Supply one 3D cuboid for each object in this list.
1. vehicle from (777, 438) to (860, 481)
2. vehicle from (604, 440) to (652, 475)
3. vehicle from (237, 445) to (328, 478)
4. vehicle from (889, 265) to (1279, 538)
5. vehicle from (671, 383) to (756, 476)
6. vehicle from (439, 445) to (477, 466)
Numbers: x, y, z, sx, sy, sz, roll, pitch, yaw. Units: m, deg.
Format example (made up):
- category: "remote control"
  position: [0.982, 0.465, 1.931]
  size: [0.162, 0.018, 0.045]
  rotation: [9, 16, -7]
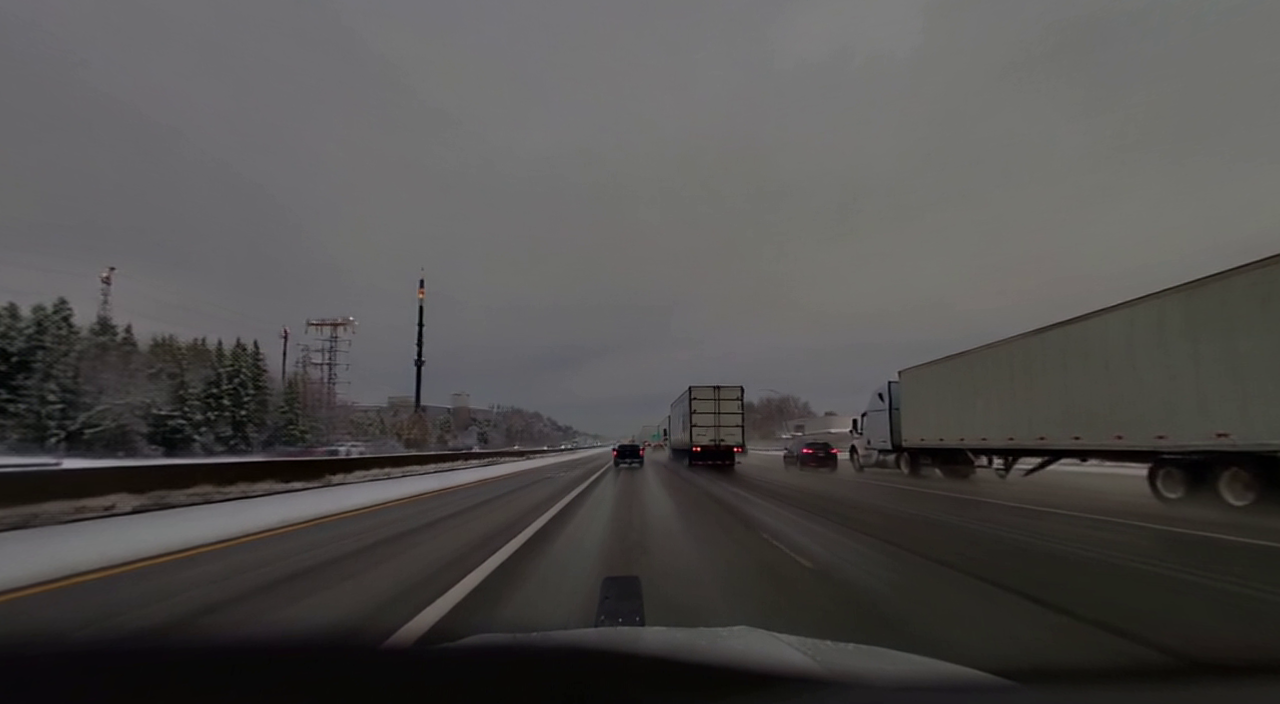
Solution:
- category: "vehicle"
  position: [7.394, 4.515, 26.704]
  size: [2.154, 1.658, 4.347]
  rotation: [0, -9, -1]
- category: "vehicle"
  position: [-0.565, 5.086, 30.628]
  size: [2.163, 1.551, 4.180]
  rotation: [0, -9, -1]
- category: "vehicle"
  position: [-16.969, 5.202, 30.257]
  size: [1.806, 1.426, 4.349]
  rotation: [0, -9, 0]
- category: "vehicle"
  position: [11.308, 1.712, 15.995]
  size: [2.898, 4.171, 17.188]
  rotation: [0, -9, 0]
- category: "vehicle"
  position: [3.505, 4.211, 33.425]
  size: [2.999, 4.127, 10.526]
  rotation: [0, -9, -1]
- category: "vehicle"
  position: [-12.936, 7.352, 44.989]
  size: [1.595, 1.414, 3.486]
  rotation: [0, -9, 1]
